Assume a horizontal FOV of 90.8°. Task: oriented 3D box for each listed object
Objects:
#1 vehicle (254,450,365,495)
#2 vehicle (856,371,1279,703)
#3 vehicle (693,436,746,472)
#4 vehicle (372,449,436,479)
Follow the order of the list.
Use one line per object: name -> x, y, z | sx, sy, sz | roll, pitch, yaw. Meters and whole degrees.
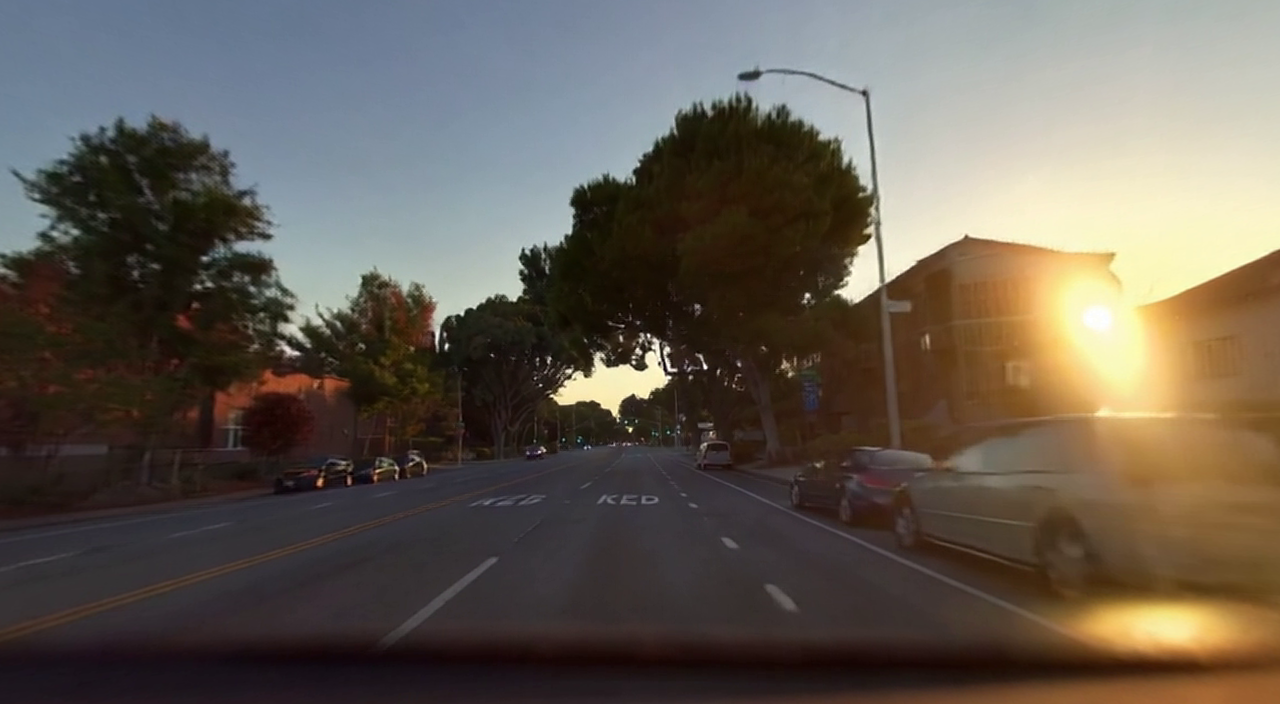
vehicle -> -14.064, 5.121, 27.298 | 2.163, 1.641, 4.875 | 0, -8, 0
vehicle -> 4.004, 1.316, 5.688 | 2.338, 1.771, 4.680 | 0, -8, -1
vehicle -> 4.115, 5.376, 33.517 | 2.220, 1.752, 4.782 | 0, -8, 0
vehicle -> -14.048, 6.684, 37.964 | 1.983, 1.608, 4.699 | 0, -8, 1
